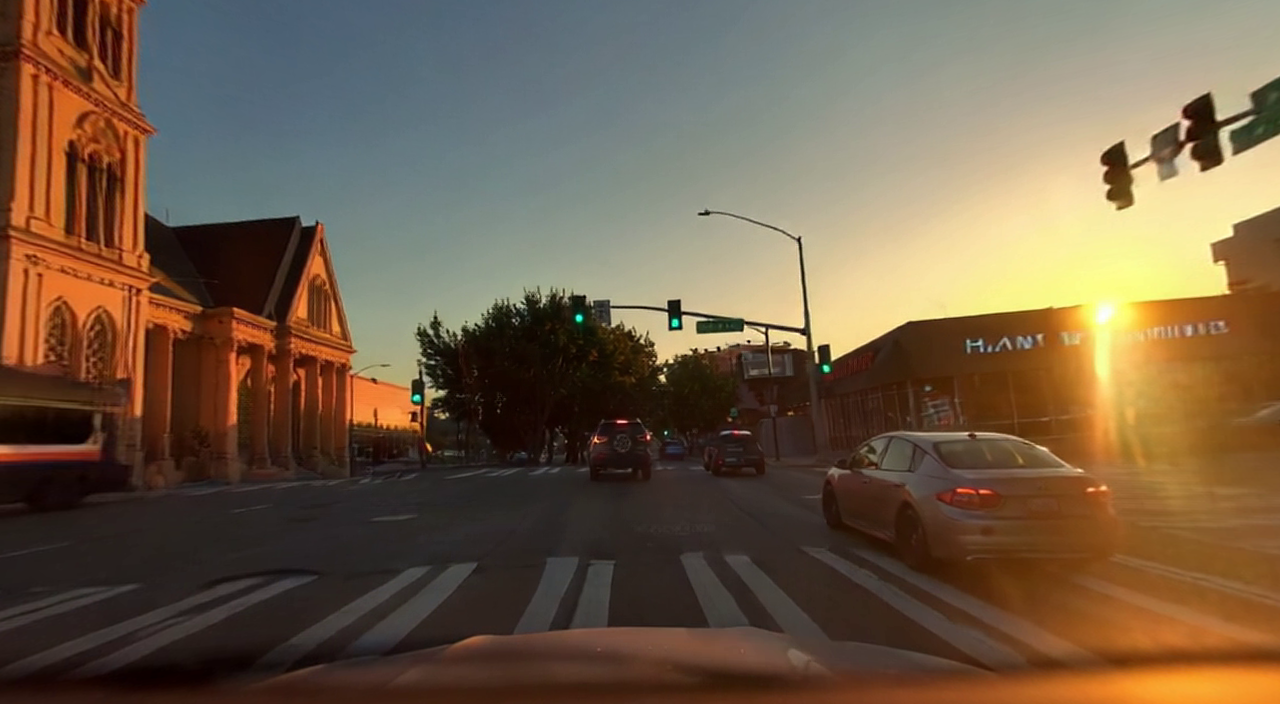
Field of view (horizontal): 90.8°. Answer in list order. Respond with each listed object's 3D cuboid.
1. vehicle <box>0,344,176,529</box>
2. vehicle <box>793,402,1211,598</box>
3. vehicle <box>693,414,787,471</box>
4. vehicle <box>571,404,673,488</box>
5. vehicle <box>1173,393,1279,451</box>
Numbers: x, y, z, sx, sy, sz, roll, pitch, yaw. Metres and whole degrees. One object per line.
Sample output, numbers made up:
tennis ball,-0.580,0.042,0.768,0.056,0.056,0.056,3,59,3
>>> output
vehicle,-14.756,1.786,13.389,3.126,3.773,8.662,0,-8,0
vehicle,3.322,1.451,7.099,1.883,1.472,4.471,0,-8,-3
vehicle,2.829,2.703,18.847,1.890,1.491,4.166,0,-8,-3
vehicle,-0.494,2.305,15.550,2.168,1.776,4.135,1,-8,-3
vehicle,17.429,1.929,17.103,4.391,1.484,1.763,0,-9,-2
